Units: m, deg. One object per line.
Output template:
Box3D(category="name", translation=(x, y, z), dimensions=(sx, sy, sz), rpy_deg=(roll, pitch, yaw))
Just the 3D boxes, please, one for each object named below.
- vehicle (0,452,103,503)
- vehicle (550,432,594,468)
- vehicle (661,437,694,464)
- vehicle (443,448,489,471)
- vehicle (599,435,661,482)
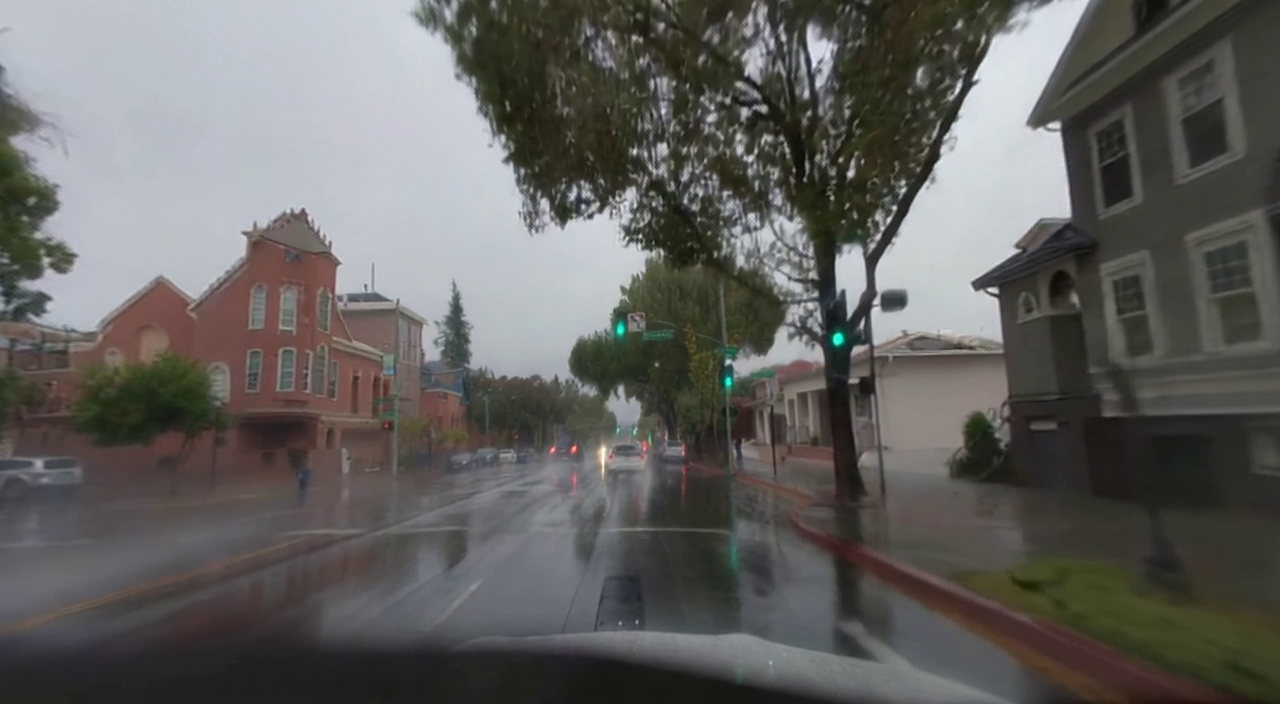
Box3D(category="vehicle", translation=(-23.167, 4.628, 23.393), dimensions=(4.537, 1.755, 1.933), rpy_deg=(0, -8, -1))
Box3D(category="vehicle", translation=(-3.661, 5.375, 34.624), dimensions=(1.983, 1.841, 4.013), rpy_deg=(0, -8, 0))
Box3D(category="vehicle", translation=(2.499, 6.703, 43.102), dimensions=(1.969, 1.725, 4.387), rpy_deg=(0, -8, -1))
Box3D(category="vehicle", translation=(-12.279, 7.611, 44.671), dimensions=(1.913, 1.475, 4.372), rpy_deg=(0, -8, 1))
Box3D(category="vehicle", translation=(-0.357, 3.762, 22.577), dimensions=(1.998, 1.518, 4.015), rpy_deg=(0, -8, -1))
